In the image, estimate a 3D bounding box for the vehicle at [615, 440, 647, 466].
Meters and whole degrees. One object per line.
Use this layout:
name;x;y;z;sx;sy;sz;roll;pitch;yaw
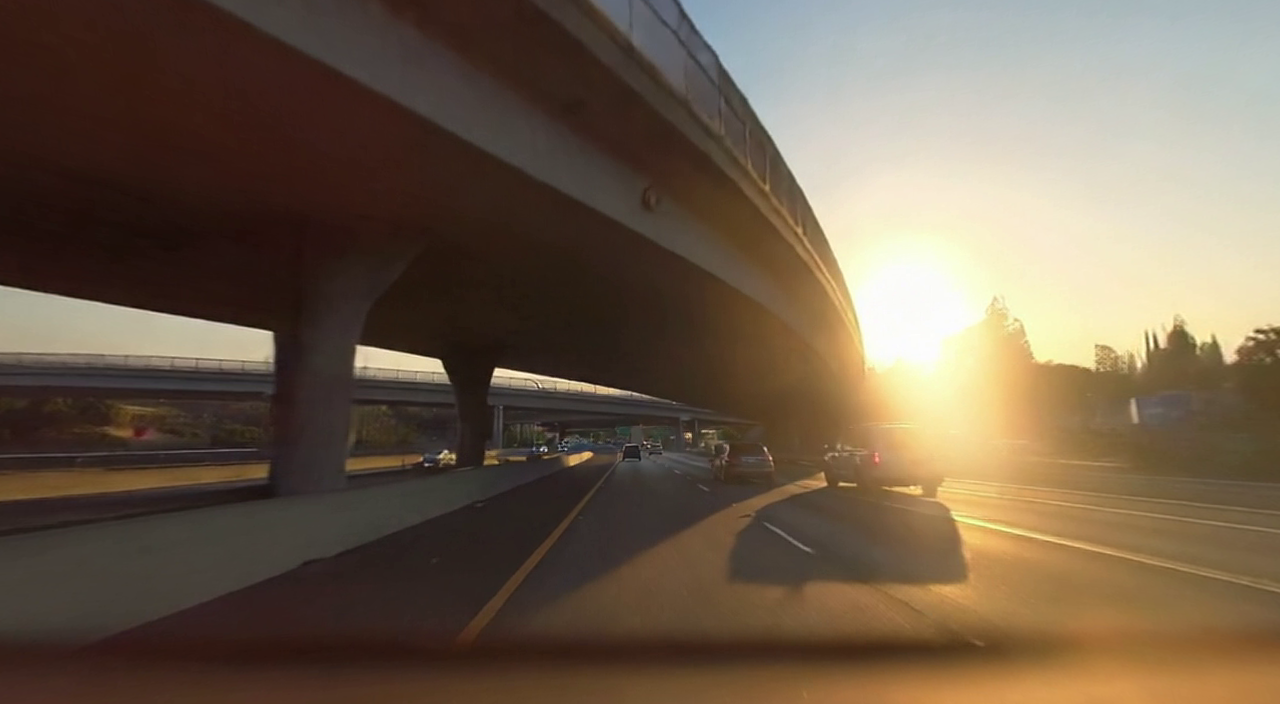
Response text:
vehicle;-0.689;7.418;46.483;2.256;1.743;4.189;0;-9;-1

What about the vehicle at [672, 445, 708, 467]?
vehicle;3.403;7.240;44.084;1.967;1.423;4.503;0;-9;-2

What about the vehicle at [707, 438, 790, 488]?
vehicle;3.812;3.984;23.064;2.005;1.585;4.863;0;-9;-2

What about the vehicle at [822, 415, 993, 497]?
vehicle;7.655;3.084;19.067;2.448;2.042;5.959;0;-9;-1
